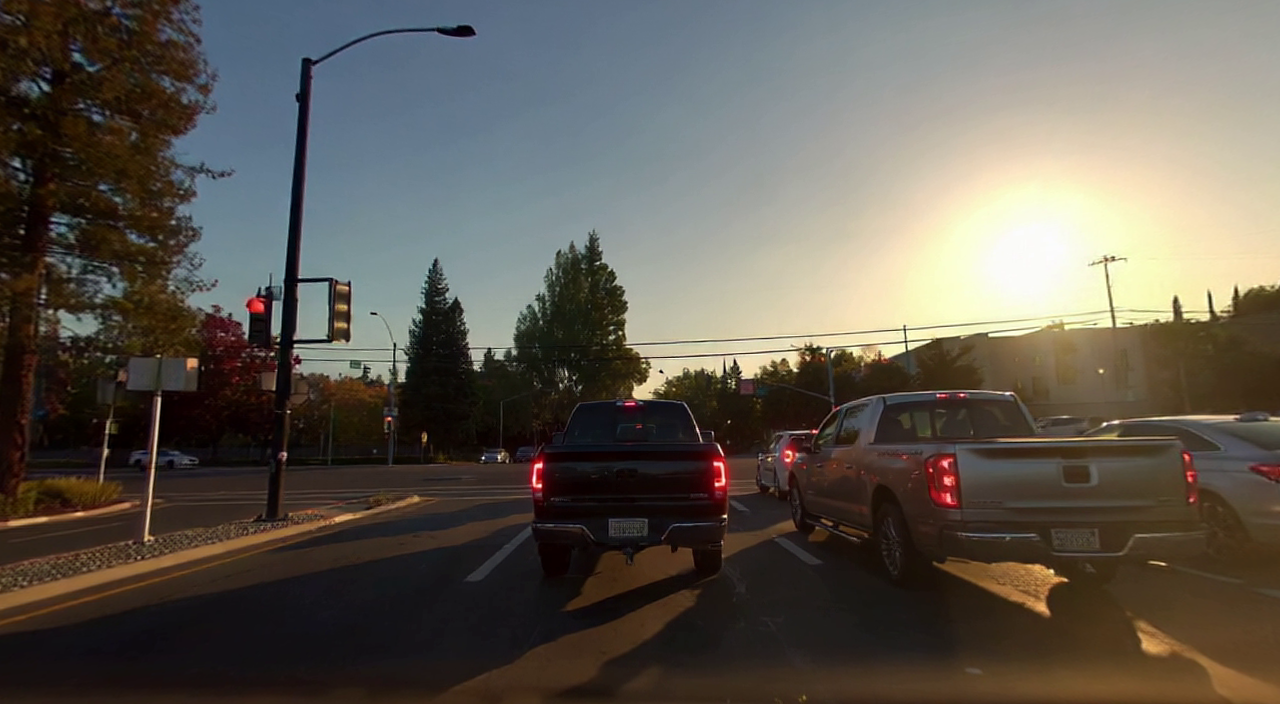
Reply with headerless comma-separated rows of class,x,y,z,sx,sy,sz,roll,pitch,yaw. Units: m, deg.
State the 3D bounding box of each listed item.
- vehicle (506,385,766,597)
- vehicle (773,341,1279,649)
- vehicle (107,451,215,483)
vehicle,-0.062,1.575,8.048,2.240,1.821,5.001,0,-9,-1
vehicle,3.324,1.314,6.923,2.412,1.953,5.682,0,-9,-1
vehicle,-26.376,6.322,35.015,4.437,1.669,1.936,5,-10,-30
